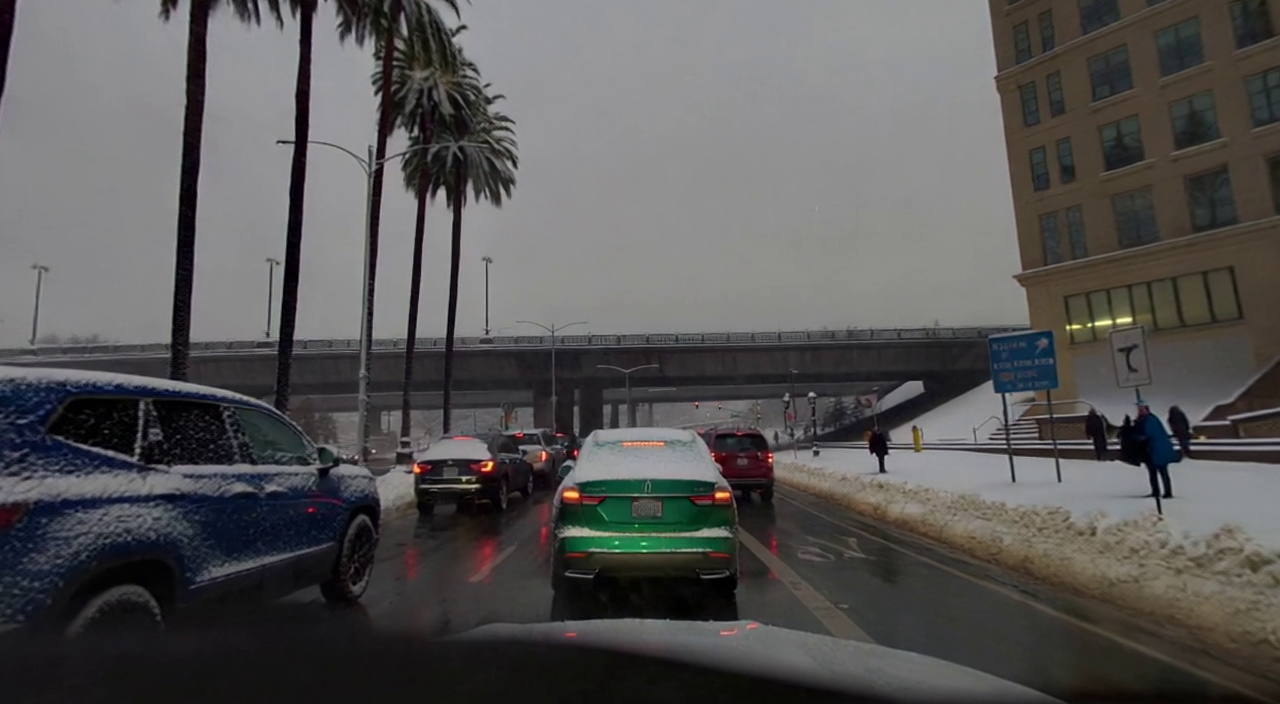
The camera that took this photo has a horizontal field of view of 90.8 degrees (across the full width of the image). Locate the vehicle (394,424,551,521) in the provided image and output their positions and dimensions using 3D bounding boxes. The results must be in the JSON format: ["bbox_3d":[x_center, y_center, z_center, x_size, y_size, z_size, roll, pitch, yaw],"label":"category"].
[{"bbox_3d":[-3.180,2.379,12.943,1.955,1.637,4.032,0,-8,2],"label":"vehicle"}]

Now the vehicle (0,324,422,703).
[{"bbox_3d":[-3.268,1.068,4.195,2.014,1.740,4.359,0,-8,1],"label":"vehicle"}]

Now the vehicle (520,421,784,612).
[{"bbox_3d":[0.077,1.586,7.034,2.036,1.461,4.129,0,-8,0],"label":"vehicle"}]
